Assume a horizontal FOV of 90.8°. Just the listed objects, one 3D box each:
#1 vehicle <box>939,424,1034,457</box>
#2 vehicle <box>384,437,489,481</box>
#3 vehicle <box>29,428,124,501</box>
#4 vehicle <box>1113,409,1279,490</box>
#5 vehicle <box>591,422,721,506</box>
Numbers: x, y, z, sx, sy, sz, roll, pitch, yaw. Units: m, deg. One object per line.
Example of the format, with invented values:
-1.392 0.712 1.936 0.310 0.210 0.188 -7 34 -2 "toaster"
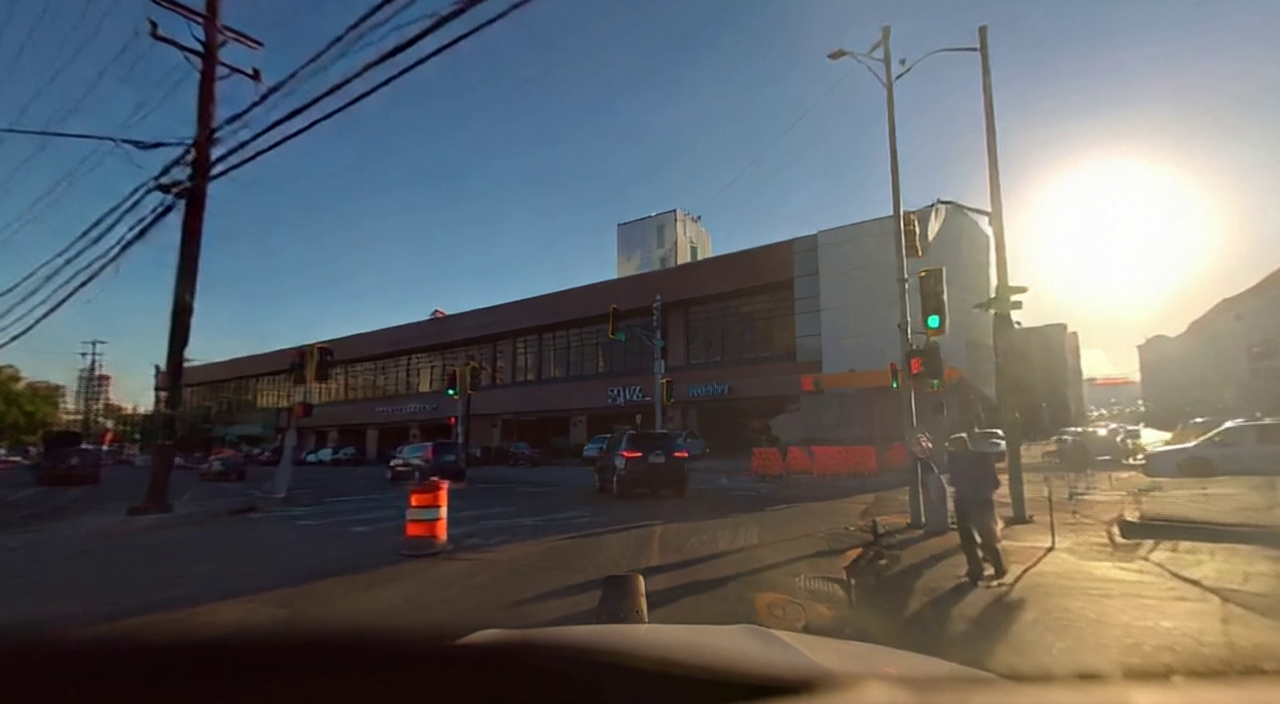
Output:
18.986 4.877 34.663 4.382 1.688 1.937 -6 -10 32 "vehicle"
-9.904 5.104 30.509 5.548 1.911 2.206 -8 -11 40 "vehicle"
-22.599 4.456 25.526 1.959 2.654 4.078 5 -10 -31 "vehicle"
14.780 2.351 15.305 4.740 1.802 2.249 -4 -9 20 "vehicle"
0.196 2.885 16.788 2.256 1.859 5.118 1 -9 -12 "vehicle"
